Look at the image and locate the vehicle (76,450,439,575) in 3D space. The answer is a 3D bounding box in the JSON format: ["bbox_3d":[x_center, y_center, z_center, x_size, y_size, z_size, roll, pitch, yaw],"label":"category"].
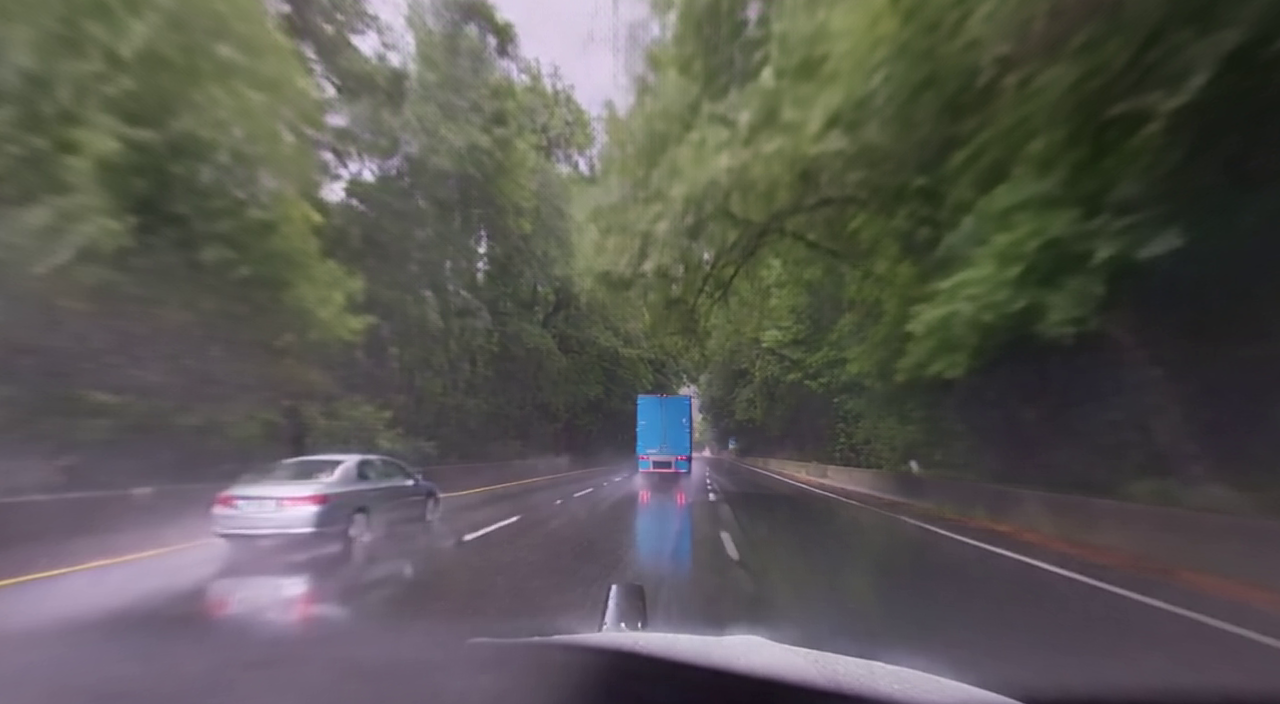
[{"bbox_3d":[-5.080,2.167,9.508,2.133,1.358,4.870,-1,-9,5],"label":"vehicle"}]

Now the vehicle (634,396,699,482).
[{"bbox_3d":[1.587,4.628,33.056,2.821,3.878,8.925,-1,-9,6],"label":"vehicle"}]
